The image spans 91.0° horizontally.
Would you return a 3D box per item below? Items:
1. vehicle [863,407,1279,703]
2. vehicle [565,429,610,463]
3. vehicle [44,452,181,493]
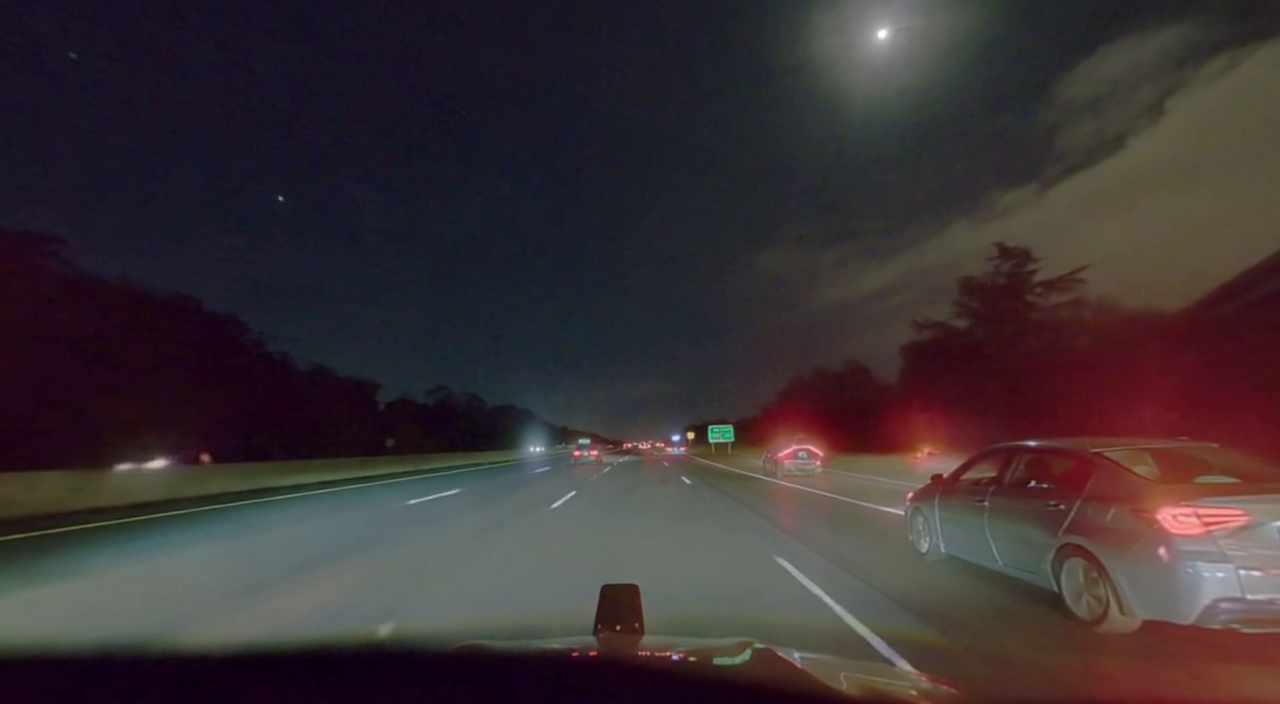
[{"bbox_3d":[3.889,1.423,5.613,2.047,1.532,4.884,0,-9,0],"label":"vehicle"},{"bbox_3d":[-3.627,6.683,44.658,2.496,2.203,6.317,0,-9,1],"label":"vehicle"},{"bbox_3d":[-22.007,5.015,26.554,1.803,1.508,4.392,0,-9,3],"label":"vehicle"}]
